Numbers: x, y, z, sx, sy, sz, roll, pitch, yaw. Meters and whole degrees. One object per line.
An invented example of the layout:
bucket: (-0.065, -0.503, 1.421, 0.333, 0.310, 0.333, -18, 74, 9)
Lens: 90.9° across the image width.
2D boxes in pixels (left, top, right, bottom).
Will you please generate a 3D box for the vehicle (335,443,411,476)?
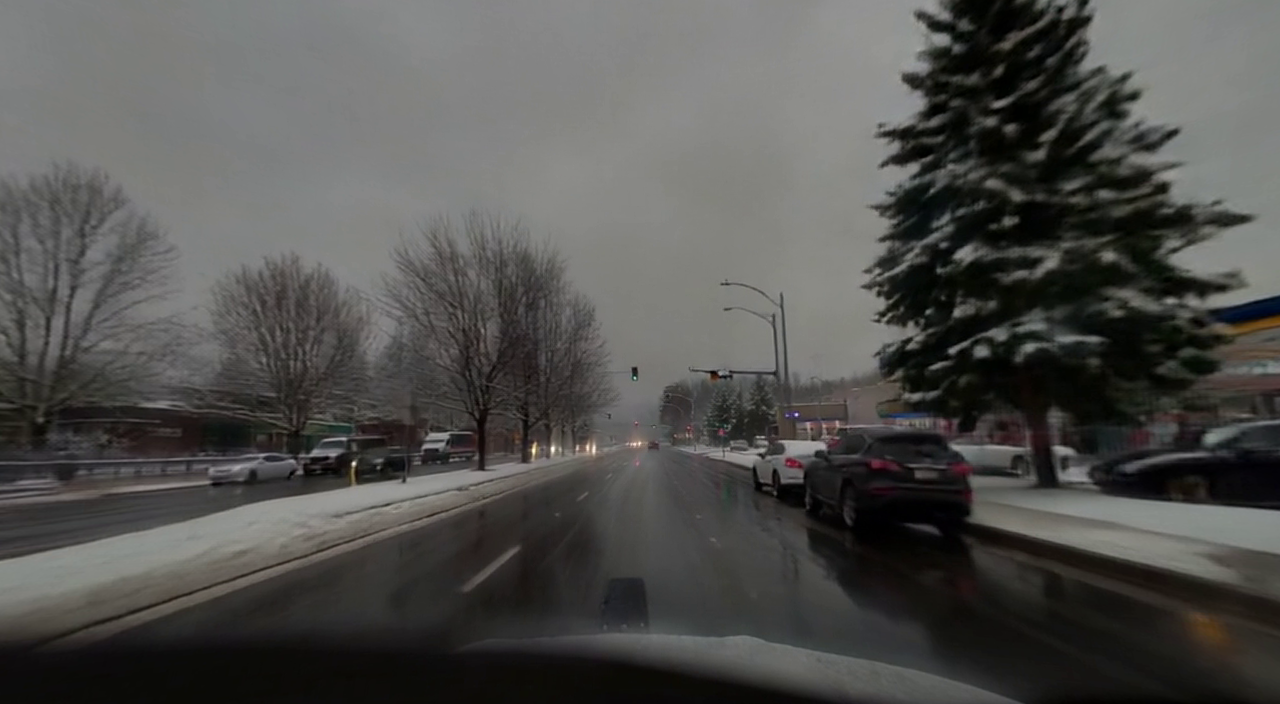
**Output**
vehicle: (-14.150, 5.690, 33.733, 1.977, 1.619, 4.612, 0, -9, 1)

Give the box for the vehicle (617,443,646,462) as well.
vehicle: (-0.623, 7.903, 49.744, 1.959, 1.406, 4.272, -1, -9, 3)

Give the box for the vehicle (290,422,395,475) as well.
vehicle: (-18.421, 6.062, 39.646, 2.837, 2.953, 7.214, 0, -9, 2)

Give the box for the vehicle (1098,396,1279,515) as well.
vehicle: (11.832, 1.814, 11.275, 5.404, 1.914, 2.159, -1, -9, 3)

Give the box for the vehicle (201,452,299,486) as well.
vehicle: (-18.660, 5.584, 30.444, 1.817, 1.460, 4.524, 0, -9, 1)

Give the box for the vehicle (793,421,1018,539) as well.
vehicle: (4.432, 2.209, 11.505, 2.179, 1.709, 4.512, 0, -9, 1)
